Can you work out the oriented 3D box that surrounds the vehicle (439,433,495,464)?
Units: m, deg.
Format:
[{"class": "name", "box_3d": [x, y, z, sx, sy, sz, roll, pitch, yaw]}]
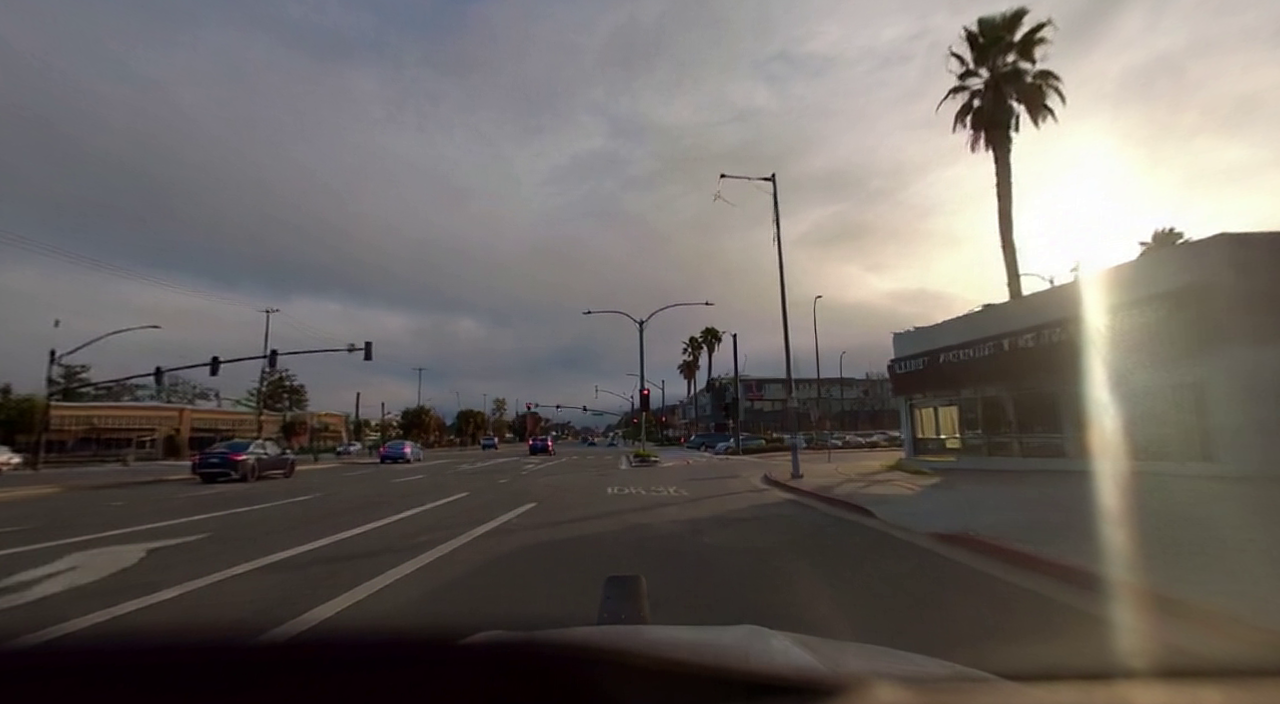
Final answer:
[{"class": "vehicle", "box_3d": [-9.484, 5.345, 34.743, 1.977, 1.584, 3.983, 0, -9, 0]}]

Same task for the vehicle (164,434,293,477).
[{"class": "vehicle", "box_3d": [-15.611, 3.944, 24.167, 1.916, 1.481, 4.430, 0, -9, 0]}]

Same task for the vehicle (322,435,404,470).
[{"class": "vehicle", "box_3d": [-12.753, 4.650, 29.183, 1.900, 1.462, 4.225, 0, -8, -1]}]

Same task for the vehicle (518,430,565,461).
[{"class": "vehicle", "box_3d": [-5.931, 5.717, 38.387, 2.114, 1.784, 4.450, 0, -9, 0]}]
